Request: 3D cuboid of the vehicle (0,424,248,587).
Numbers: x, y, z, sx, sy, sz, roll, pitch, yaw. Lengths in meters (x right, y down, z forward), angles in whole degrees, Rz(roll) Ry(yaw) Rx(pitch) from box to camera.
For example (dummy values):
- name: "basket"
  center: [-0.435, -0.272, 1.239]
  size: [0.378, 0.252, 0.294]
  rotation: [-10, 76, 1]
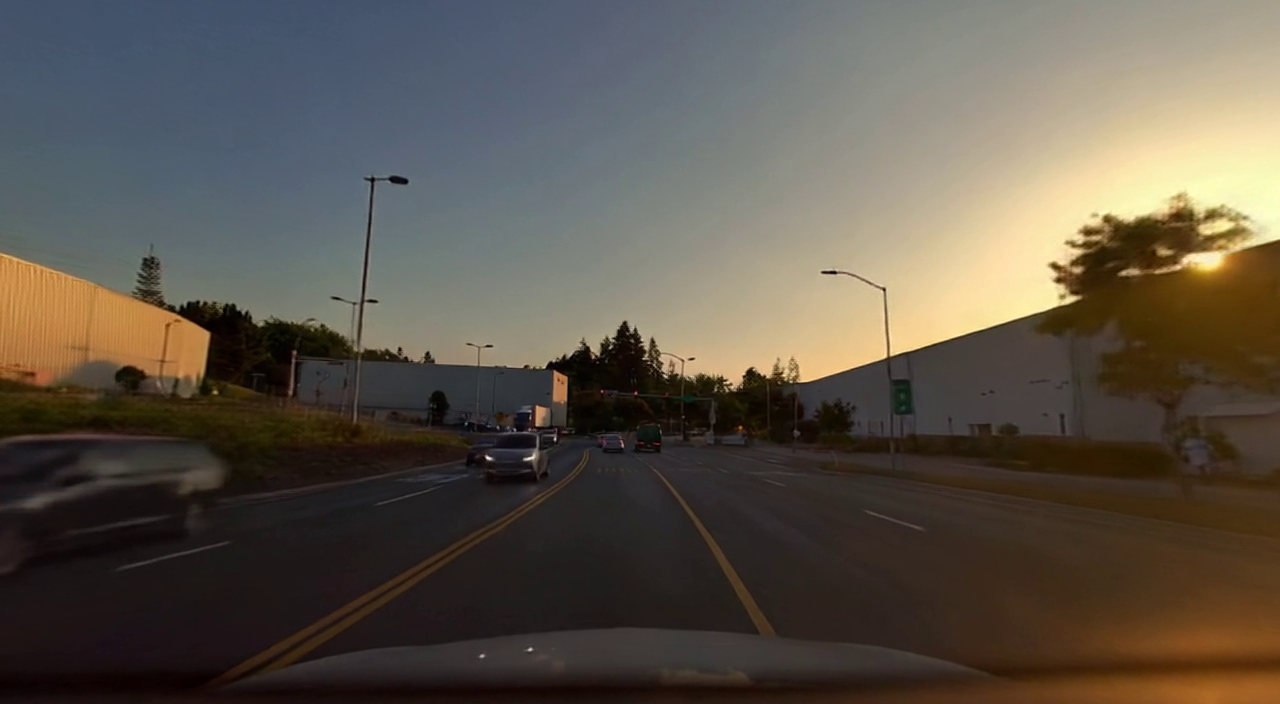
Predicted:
- name: "vehicle"
  center: [-6.841, 1.631, 7.374]
  size: [1.922, 1.489, 3.939]
  rotation: [0, -8, 0]

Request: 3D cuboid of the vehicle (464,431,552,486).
- name: "vehicle"
  center: [-4.012, 3.295, 19.871]
  size: [2.003, 1.562, 3.862]
  rotation: [0, -8, -1]

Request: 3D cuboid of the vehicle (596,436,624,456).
- name: "vehicle"
  center: [-2.376, 7.330, 49.152]
  size: [2.060, 1.491, 3.873]
  rotation: [1, -8, -3]
